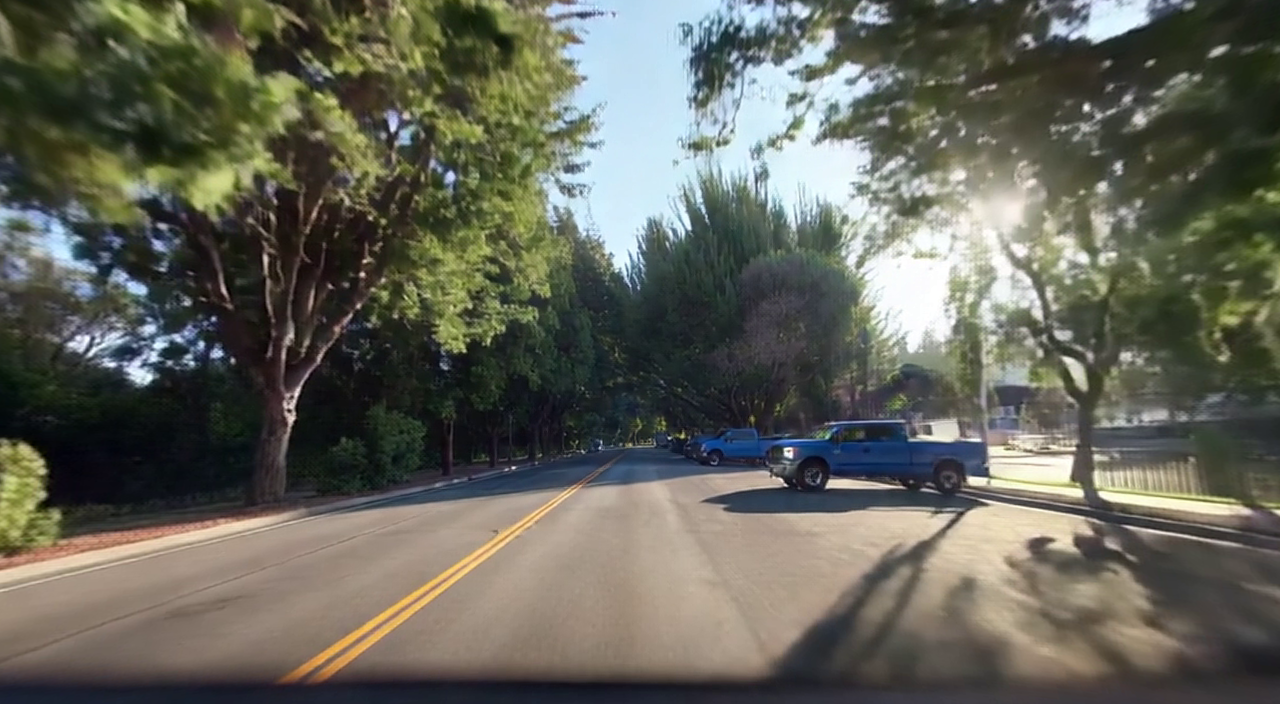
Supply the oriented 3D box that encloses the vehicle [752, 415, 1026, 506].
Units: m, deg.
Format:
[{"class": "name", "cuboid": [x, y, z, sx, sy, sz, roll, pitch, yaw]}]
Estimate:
[{"class": "vehicle", "cuboid": [5.969, 2.688, 15.901, 5.797, 2.070, 2.502, 0, -8, -1]}]
